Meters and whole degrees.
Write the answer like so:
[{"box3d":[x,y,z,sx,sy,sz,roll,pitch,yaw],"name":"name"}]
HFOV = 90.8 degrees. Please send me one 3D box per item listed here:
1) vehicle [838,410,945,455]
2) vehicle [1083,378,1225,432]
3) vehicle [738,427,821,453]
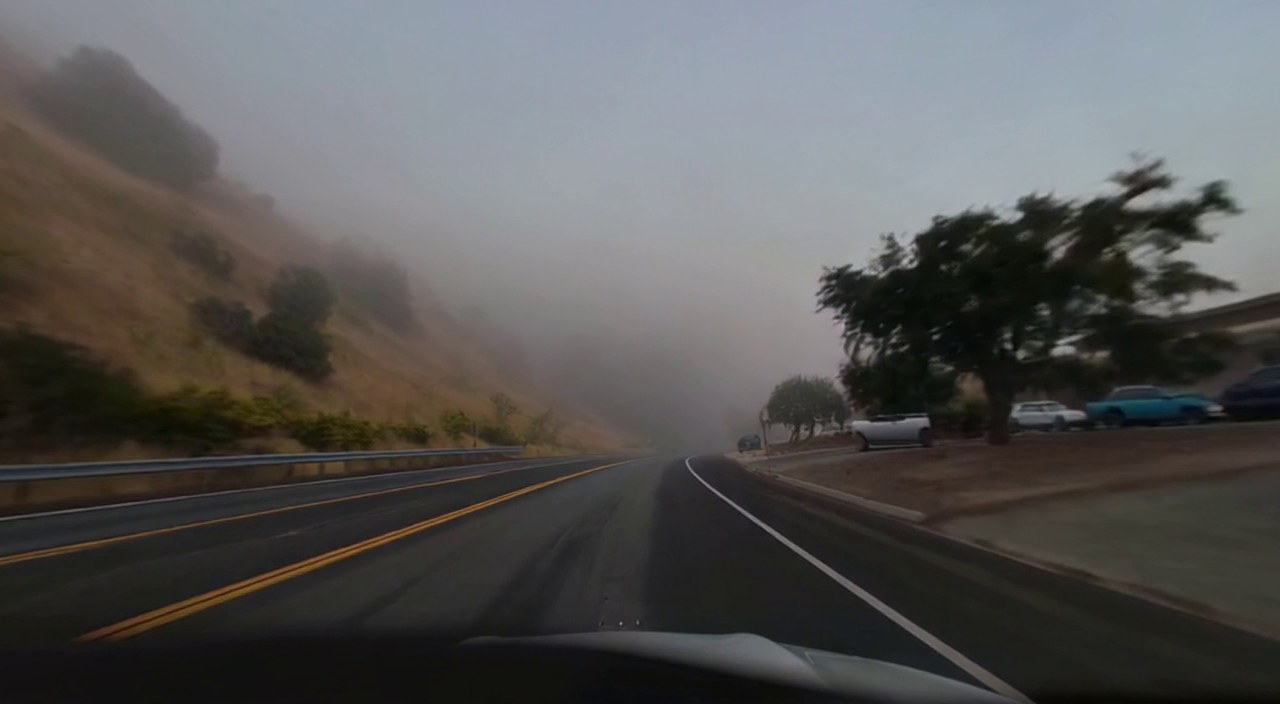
[{"box3d":[9.706,3.237,24.901,2.103,1.447,4.727,-4,-9,-2],"name":"vehicle"},{"box3d":[20.324,2.208,25.289,1.933,1.770,4.325,-3,-9,0],"name":"vehicle"},{"box3d":[10.615,6.857,48.763,2.216,1.887,6.388,6,-11,-34],"name":"vehicle"}]
